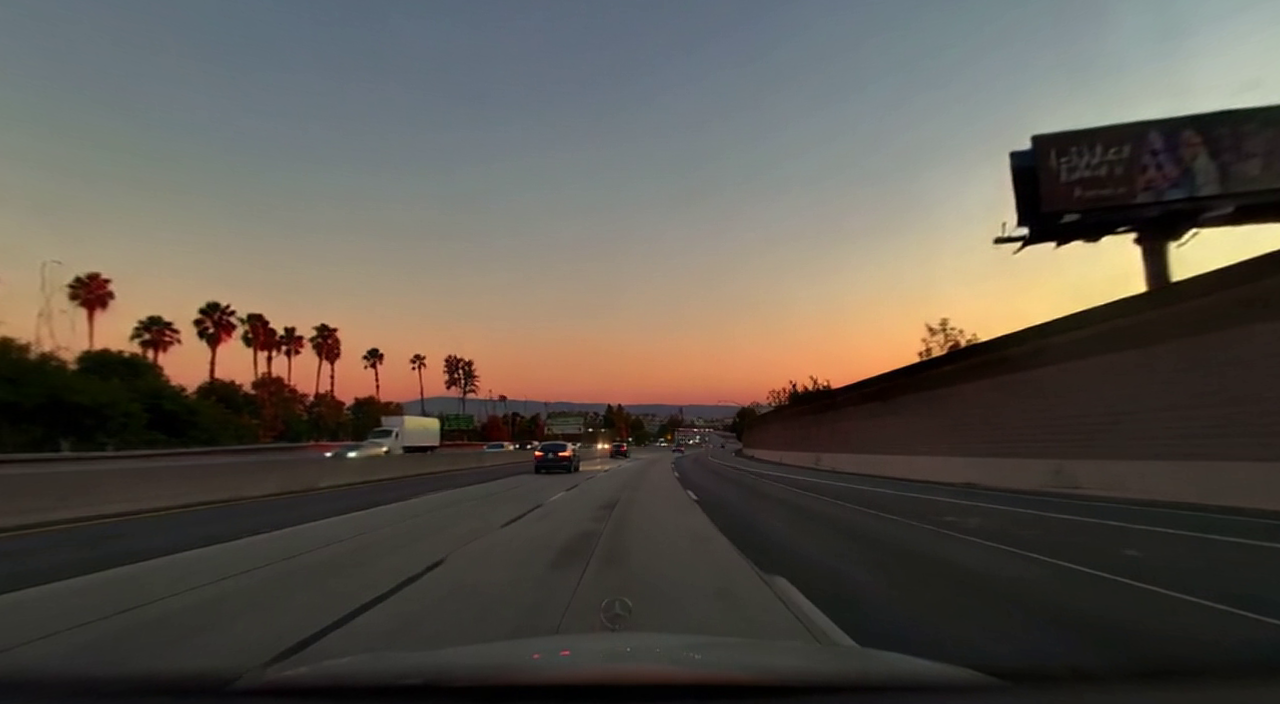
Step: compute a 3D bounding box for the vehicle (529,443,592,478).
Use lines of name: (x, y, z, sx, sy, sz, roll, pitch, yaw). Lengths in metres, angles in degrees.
vehicle: (-3.517, 4.902, 28.956, 2.078, 1.457, 4.648, -1, -8, 3)
